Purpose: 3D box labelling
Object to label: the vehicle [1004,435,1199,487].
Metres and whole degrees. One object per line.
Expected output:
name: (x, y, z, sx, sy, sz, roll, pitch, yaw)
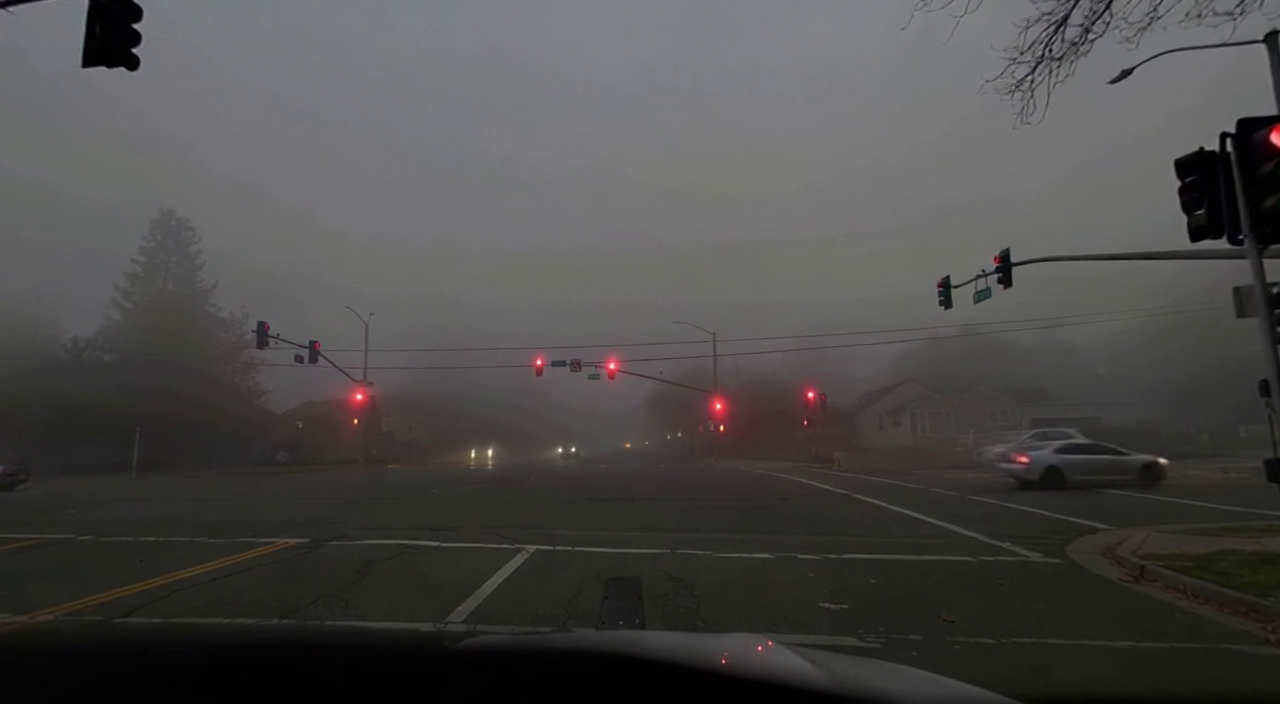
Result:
vehicle: (15.016, 3.577, 20.820, 4.734, 1.585, 1.940, -1, -8, 5)
